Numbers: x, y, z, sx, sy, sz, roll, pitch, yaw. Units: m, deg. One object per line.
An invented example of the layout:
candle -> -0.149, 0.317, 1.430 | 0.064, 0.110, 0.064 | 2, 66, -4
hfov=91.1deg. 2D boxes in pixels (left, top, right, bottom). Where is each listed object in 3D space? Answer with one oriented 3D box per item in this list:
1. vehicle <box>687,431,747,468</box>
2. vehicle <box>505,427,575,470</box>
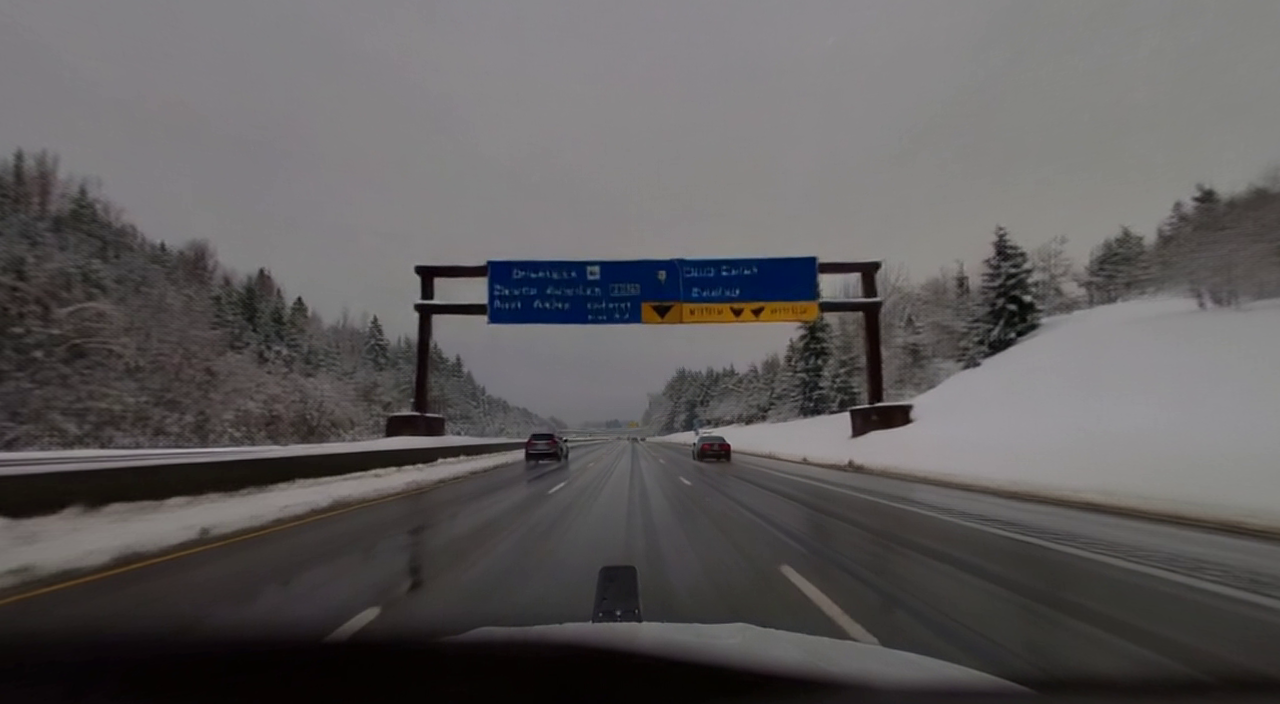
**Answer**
vehicle -> 3.410, 4.409, 28.807 | 2.077, 1.523, 4.539 | 0, -8, -1
vehicle -> -4.065, 3.985, 26.263 | 2.219, 1.660, 4.153 | 0, -8, 0
